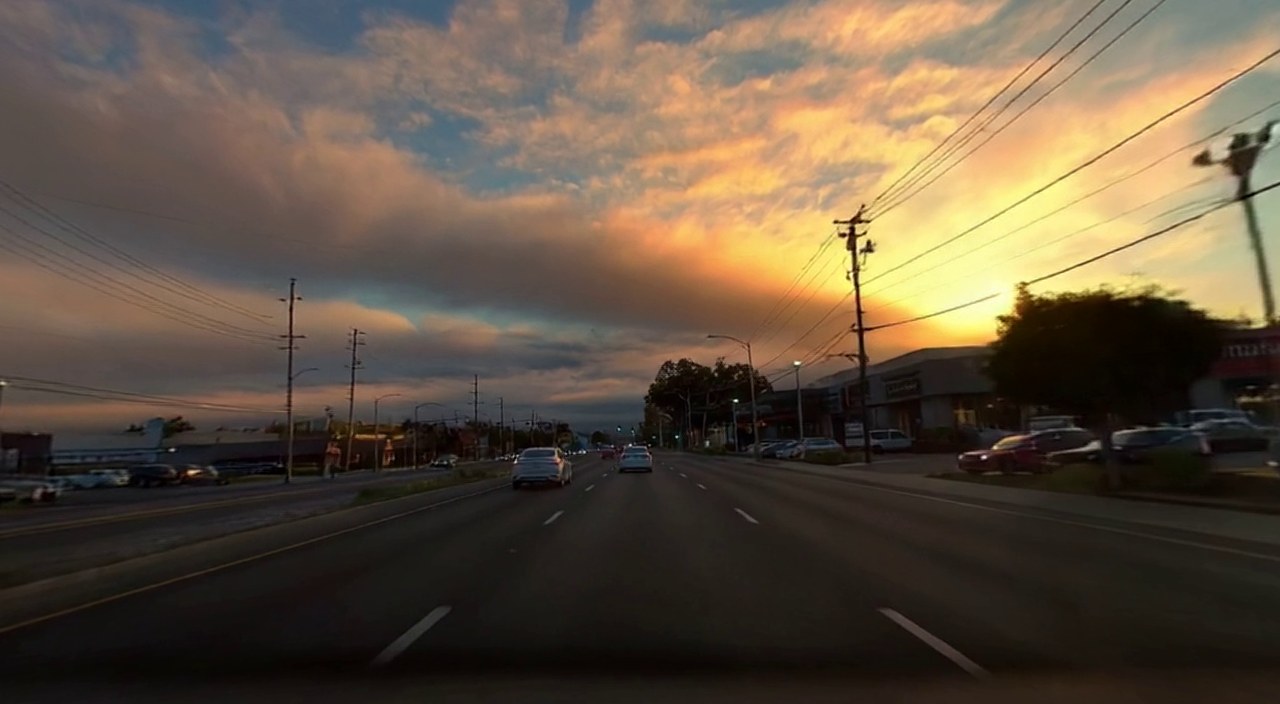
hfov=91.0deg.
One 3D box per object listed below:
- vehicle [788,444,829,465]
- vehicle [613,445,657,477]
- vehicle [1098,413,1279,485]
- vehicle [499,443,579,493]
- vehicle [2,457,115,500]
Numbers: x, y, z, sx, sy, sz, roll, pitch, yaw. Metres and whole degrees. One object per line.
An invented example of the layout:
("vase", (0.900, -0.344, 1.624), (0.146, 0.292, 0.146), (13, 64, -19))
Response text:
("vehicle", (13.039, 7.916, 48.893), (1.914, 1.523, 4.747), (-1, -9, 1))
("vehicle", (-0.236, 5.288, 30.874), (2.019, 1.459, 4.005), (0, -9, -1))
("vehicle", (13.530, 2.254, 14.657), (4.109, 1.542, 1.975), (-1, -9, 2))
("vehicle", (-3.228, 3.796, 20.999), (1.939, 1.496, 4.309), (0, -9, 0))
("vehicle", (-40.664, 8.832, 44.132), (5.302, 2.808, 2.498), (-1, -9, 1))
